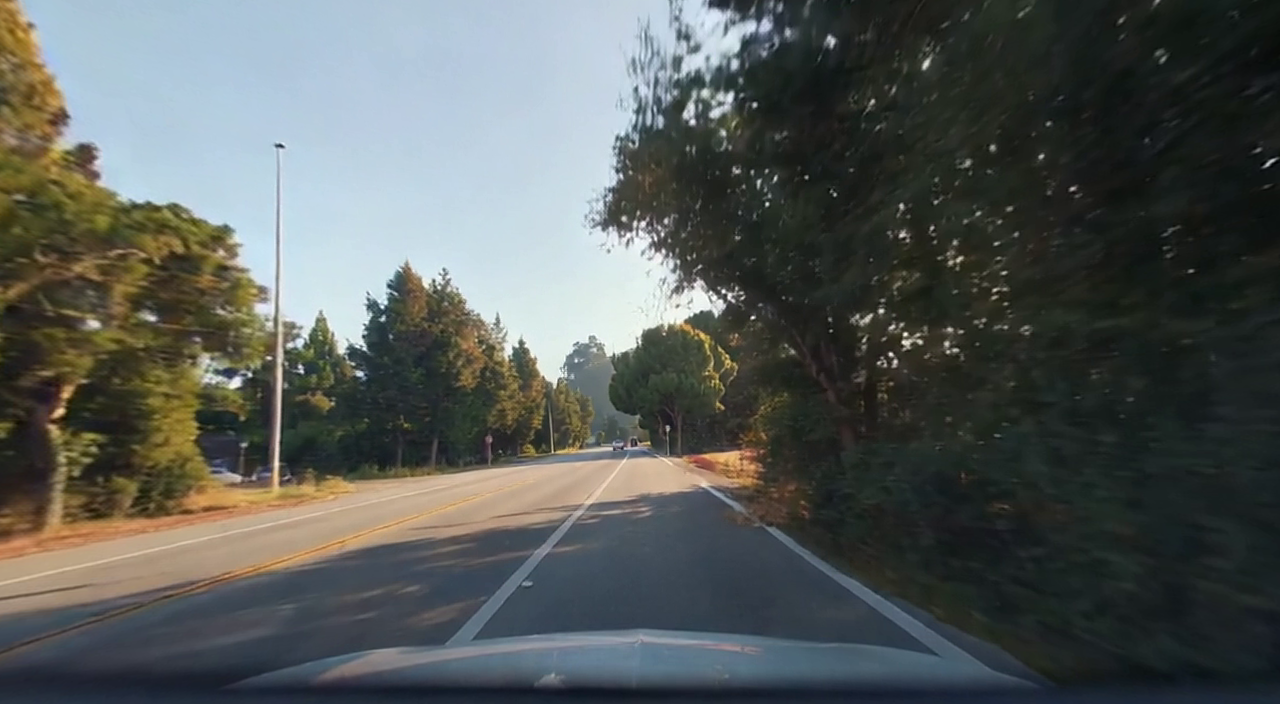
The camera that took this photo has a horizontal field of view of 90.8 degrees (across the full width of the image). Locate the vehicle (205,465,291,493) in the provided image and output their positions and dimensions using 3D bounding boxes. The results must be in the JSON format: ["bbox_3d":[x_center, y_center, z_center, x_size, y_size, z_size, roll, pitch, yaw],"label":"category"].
[{"bbox_3d":[-23.687,7.676,38.263,3.850,1.521,1.967,0,-9,0],"label":"vehicle"}]
